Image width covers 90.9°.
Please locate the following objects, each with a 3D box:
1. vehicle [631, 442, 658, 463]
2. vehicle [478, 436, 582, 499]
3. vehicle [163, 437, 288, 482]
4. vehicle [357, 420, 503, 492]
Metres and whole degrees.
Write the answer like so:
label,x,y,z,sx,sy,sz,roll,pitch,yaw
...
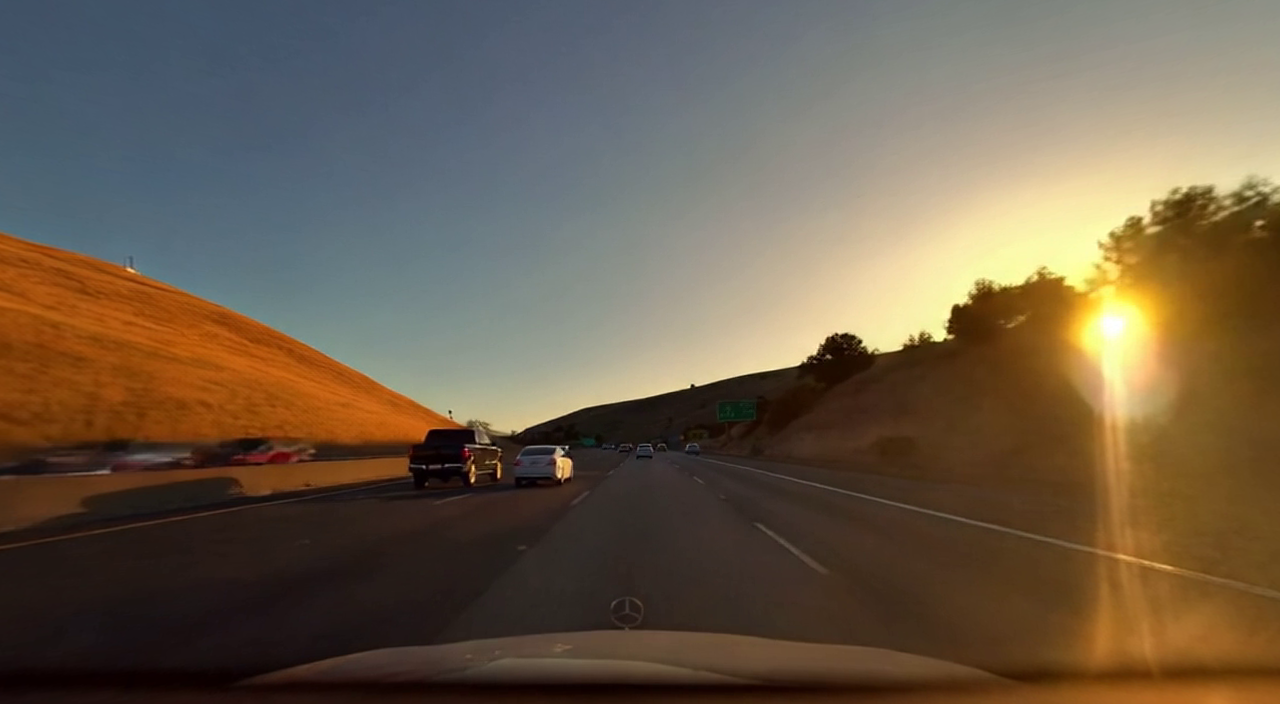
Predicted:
label,x,y,z,sx,sy,sz,roll,pitch,yaw
vehicle,0.316,7.899,49.510,2.031,1.566,3.904,0,-9,0
vehicle,-2.987,3.250,18.199,2.091,1.552,4.516,0,-9,2
vehicle,-17.706,4.575,27.326,2.018,1.685,4.883,-1,-7,1
vehicle,-6.745,3.475,21.344,2.589,2.063,6.206,0,-9,2
